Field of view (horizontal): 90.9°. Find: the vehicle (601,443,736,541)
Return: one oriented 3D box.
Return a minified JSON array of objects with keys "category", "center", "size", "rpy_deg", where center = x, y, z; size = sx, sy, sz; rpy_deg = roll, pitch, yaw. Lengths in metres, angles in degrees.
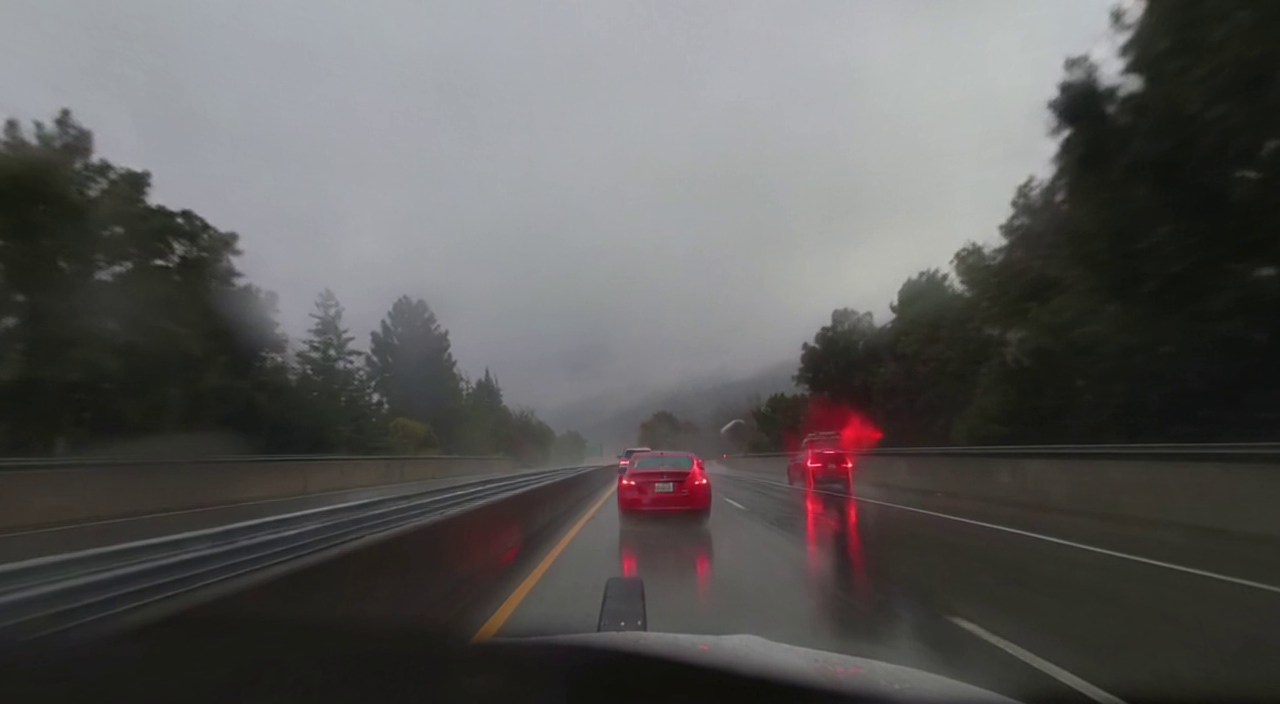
[{"category":"vehicle","center":[0.418,2.469,11.712],"size":[2.076,1.485,3.774],"rpy_deg":[0,-9,-1]}]

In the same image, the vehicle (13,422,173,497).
[{"category":"vehicle","center":[-33.496,6.593,39.192],"size":[2.902,3.981,7.819],"rpy_deg":[-3,-8,0]}]

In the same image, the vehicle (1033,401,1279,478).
[{"category":"vehicle","center":[31.570,5.652,39.998],"size":[2.822,3.996,14.073],"rpy_deg":[1,-9,-7]}]

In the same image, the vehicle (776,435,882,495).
[{"category":"vehicle","center":[6.361,3.879,21.851],"size":[2.177,1.827,4.565],"rpy_deg":[0,-9,-1]}]
